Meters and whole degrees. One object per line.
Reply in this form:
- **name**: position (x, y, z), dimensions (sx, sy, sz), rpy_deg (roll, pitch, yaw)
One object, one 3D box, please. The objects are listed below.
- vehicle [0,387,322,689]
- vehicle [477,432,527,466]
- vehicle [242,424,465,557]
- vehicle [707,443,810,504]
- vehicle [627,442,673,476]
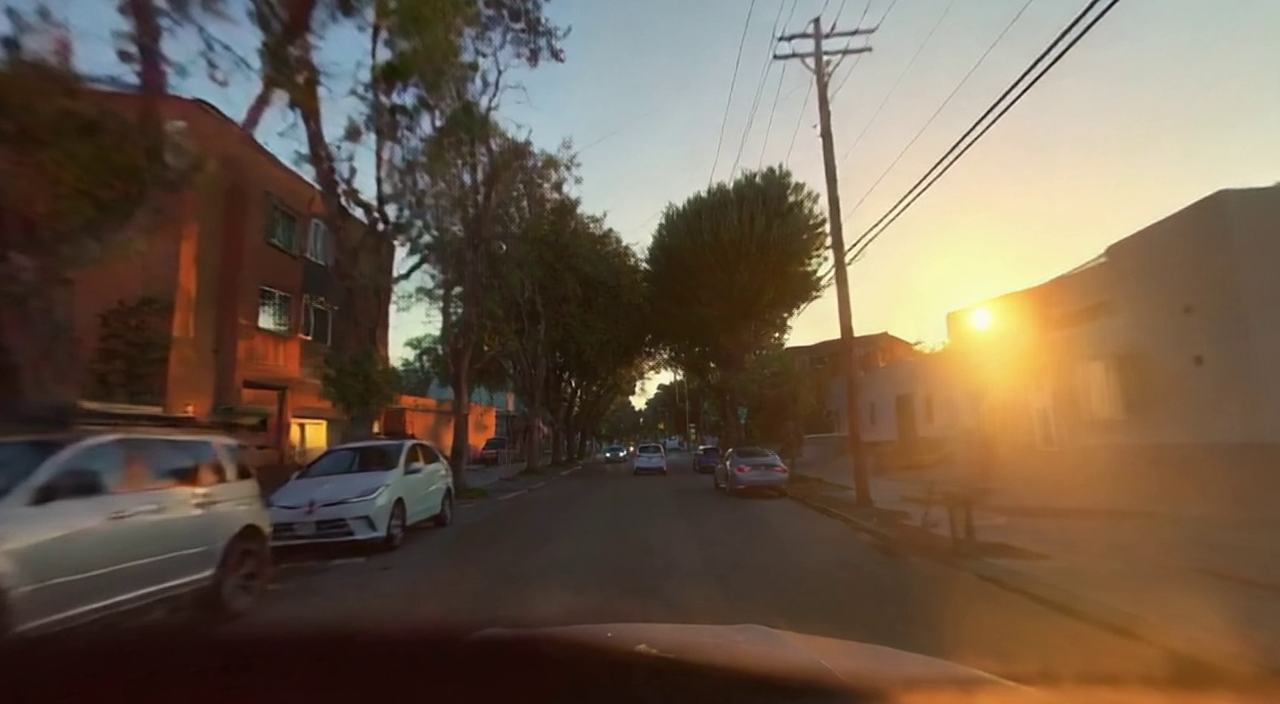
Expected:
- **vehicle**: position (-4.621, 1.133, 4.787), dimensions (2.022, 1.721, 4.355), rpy_deg (1, -4, 2)
- **vehicle**: position (-8.129, 5.705, 37.384), dimensions (2.010, 1.747, 4.266), rpy_deg (0, -6, 0)
- **vehicle**: position (-4.347, 2.069, 10.289), dimensions (1.911, 1.573, 3.637), rpy_deg (2, -4, 0)
- **vehicle**: position (3.159, 3.354, 17.795), dimensions (2.086, 1.498, 4.280), rpy_deg (0, -9, 0)
- **vehicle**: position (0.452, 5.153, 30.420), dimensions (2.095, 1.510, 3.605), rpy_deg (0, -9, 0)
